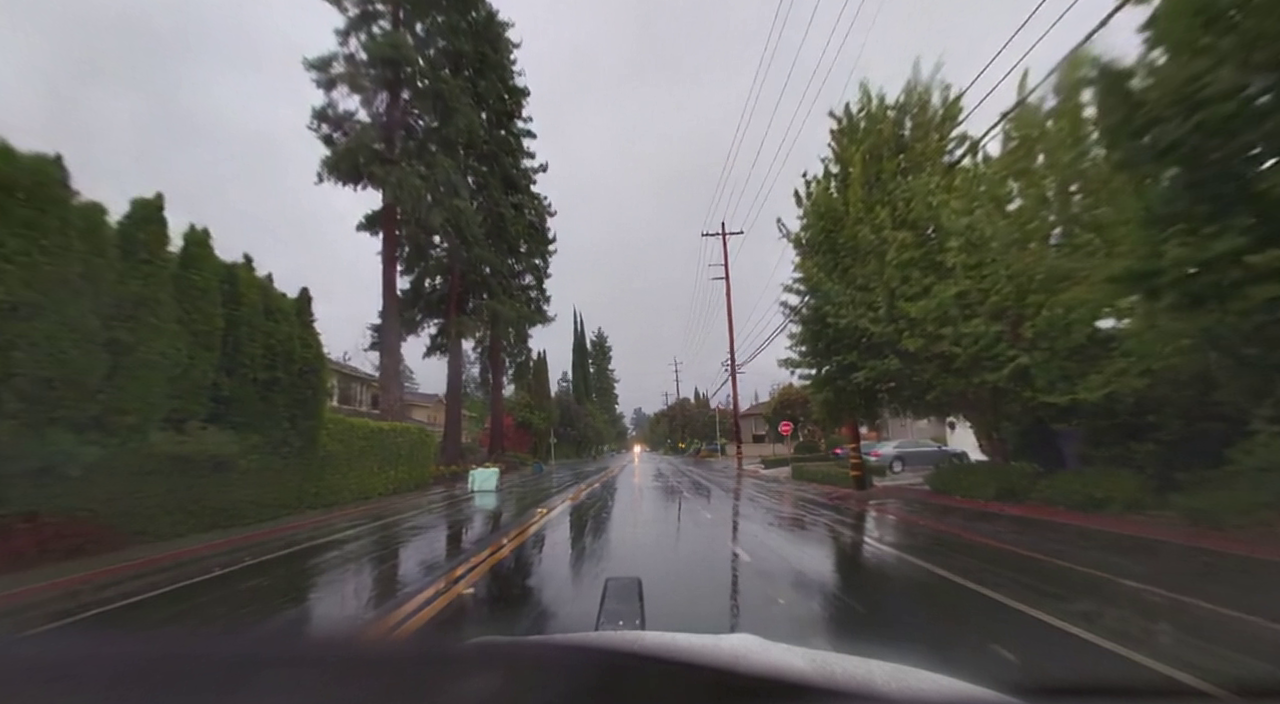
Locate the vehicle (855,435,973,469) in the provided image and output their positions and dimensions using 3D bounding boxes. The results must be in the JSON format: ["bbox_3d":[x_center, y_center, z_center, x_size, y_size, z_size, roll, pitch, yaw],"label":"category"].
[{"bbox_3d":[12.931,4.748,30.000,4.650,1.484,1.929,0,-8,0],"label":"vehicle"}]
